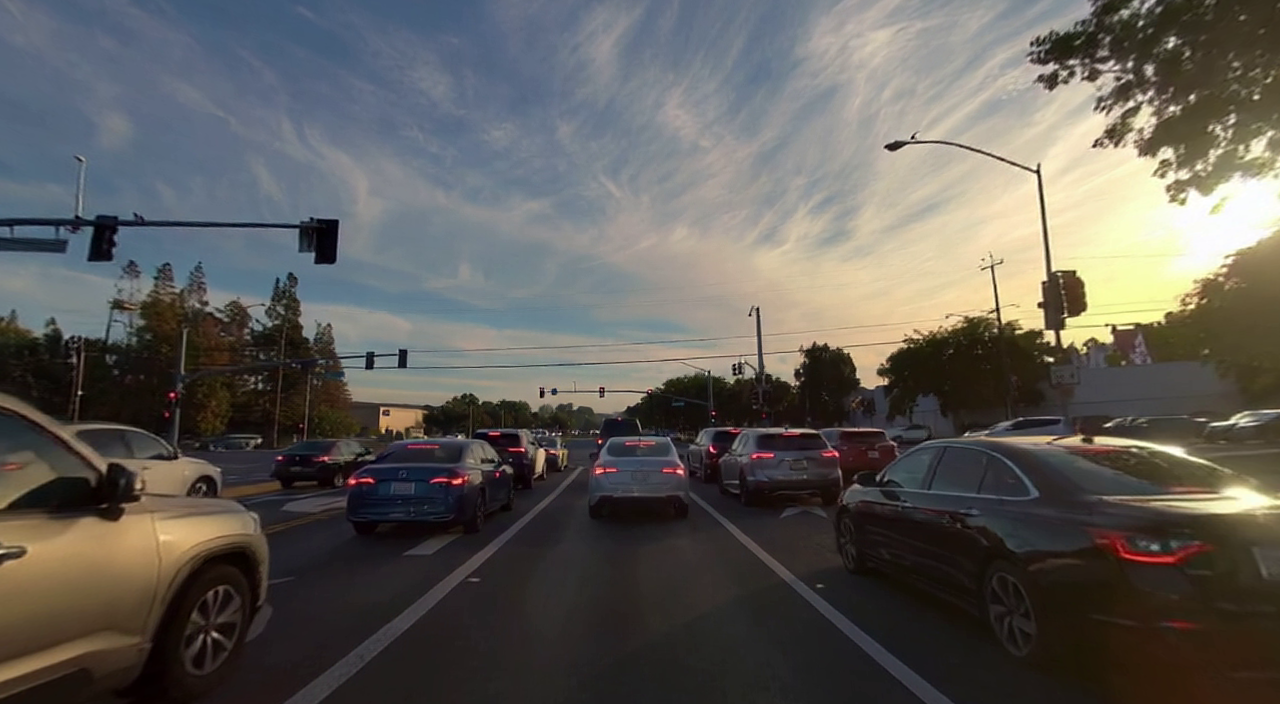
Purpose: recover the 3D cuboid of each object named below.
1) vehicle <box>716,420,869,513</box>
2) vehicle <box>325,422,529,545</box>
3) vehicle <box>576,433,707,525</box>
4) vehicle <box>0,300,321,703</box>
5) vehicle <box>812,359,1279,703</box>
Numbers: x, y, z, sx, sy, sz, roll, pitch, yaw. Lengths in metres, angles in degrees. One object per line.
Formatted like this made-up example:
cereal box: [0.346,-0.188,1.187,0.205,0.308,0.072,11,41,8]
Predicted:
vehicle: [3.020,2.378,13.512,2.106,1.667,4.101,0,-8,-2]
vehicle: [-3.101,1.993,10.262,1.896,1.546,4.378,0,-8,-2]
vehicle: [-0.050,2.285,11.896,2.076,1.438,3.770,0,-8,-2]
vehicle: [-3.208,0.690,1.989,2.079,1.756,4.676,0,-8,-2]
vehicle: [3.138,1.191,5.208,2.074,1.685,4.387,0,-8,-2]
